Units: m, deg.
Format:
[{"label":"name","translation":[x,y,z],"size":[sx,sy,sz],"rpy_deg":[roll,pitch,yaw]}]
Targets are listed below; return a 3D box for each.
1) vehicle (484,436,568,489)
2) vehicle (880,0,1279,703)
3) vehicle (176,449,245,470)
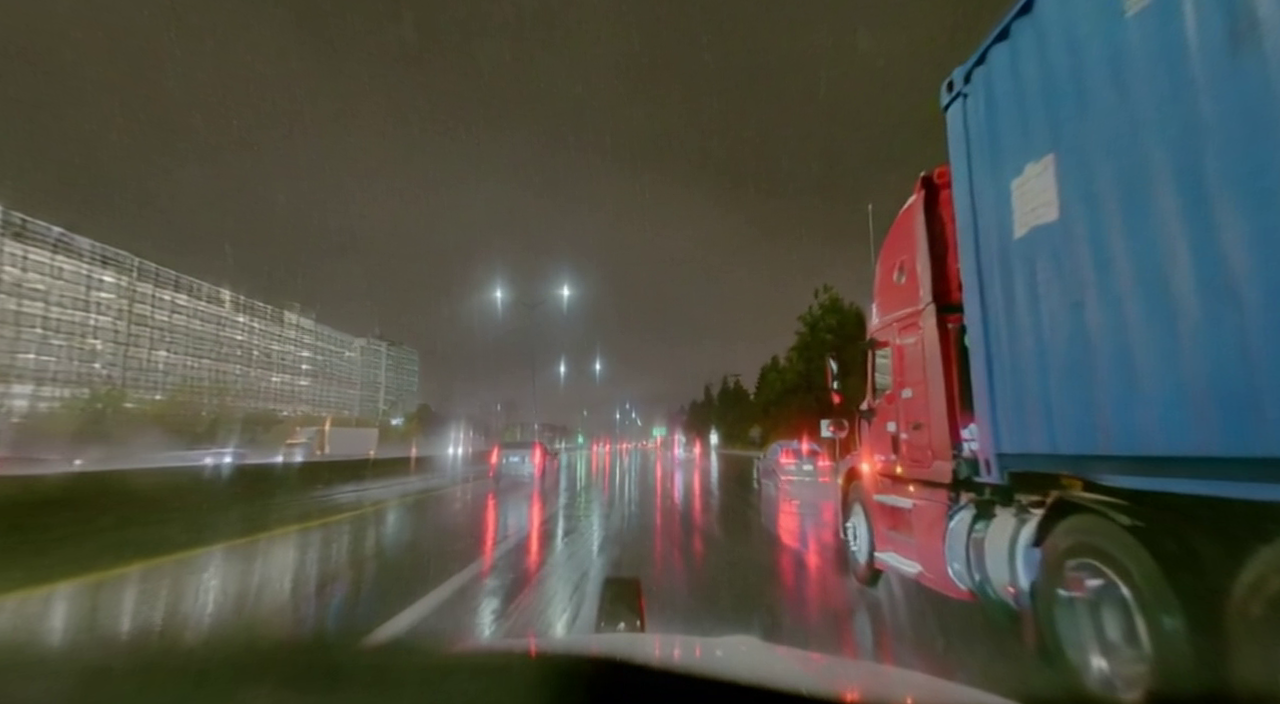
[{"label":"vehicle","translation":[-3.626,3.599,20.800],"size":[1.954,1.528,4.010],"rpy_deg":[1,-9,1]},{"label":"vehicle","translation":[3.688,-0.138,2.497],"size":[3.089,3.779,6.420],"rpy_deg":[0,-9,2]},{"label":"vehicle","translation":[-32.167,8.026,47.286],"size":[1.863,1.470,4.531],"rpy_deg":[0,-8,1]}]
